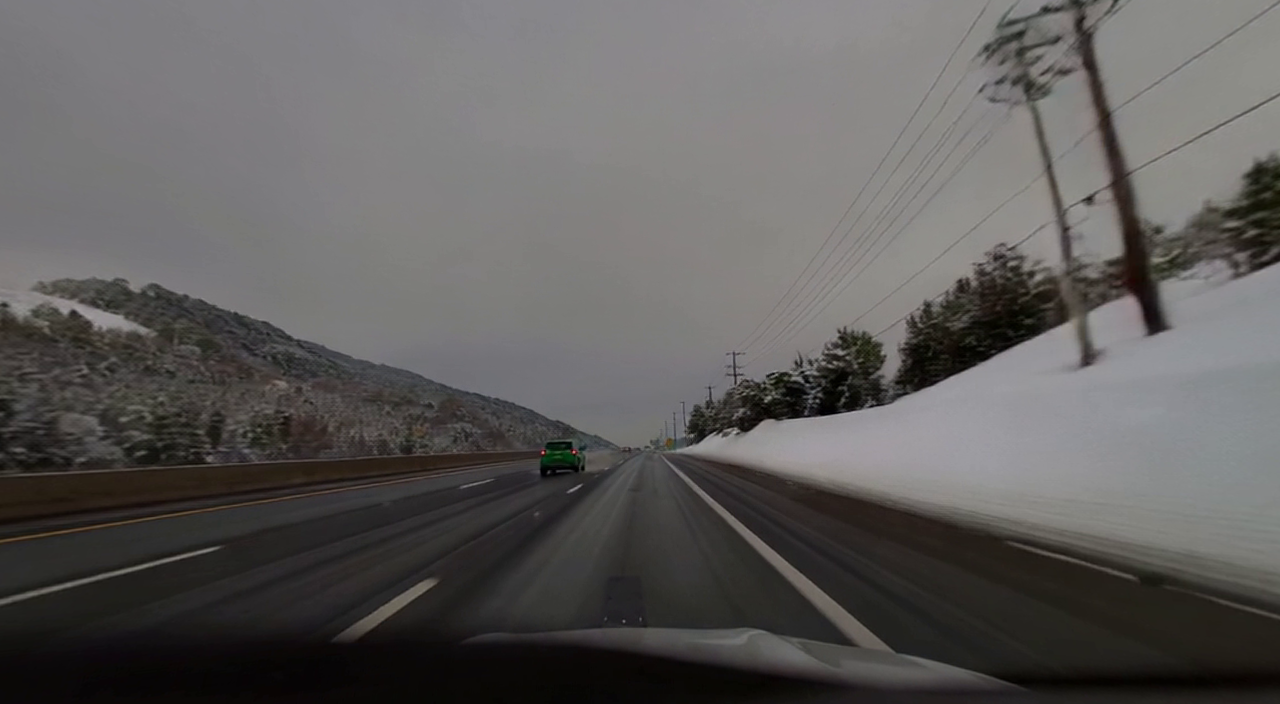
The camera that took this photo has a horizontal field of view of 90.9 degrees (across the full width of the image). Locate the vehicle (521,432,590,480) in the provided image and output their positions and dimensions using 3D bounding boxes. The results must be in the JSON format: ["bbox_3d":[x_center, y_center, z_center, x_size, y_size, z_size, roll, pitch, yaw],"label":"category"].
[{"bbox_3d":[-3.450,4.350,26.644,2.136,1.845,4.515,-1,-8,2],"label":"vehicle"}]
